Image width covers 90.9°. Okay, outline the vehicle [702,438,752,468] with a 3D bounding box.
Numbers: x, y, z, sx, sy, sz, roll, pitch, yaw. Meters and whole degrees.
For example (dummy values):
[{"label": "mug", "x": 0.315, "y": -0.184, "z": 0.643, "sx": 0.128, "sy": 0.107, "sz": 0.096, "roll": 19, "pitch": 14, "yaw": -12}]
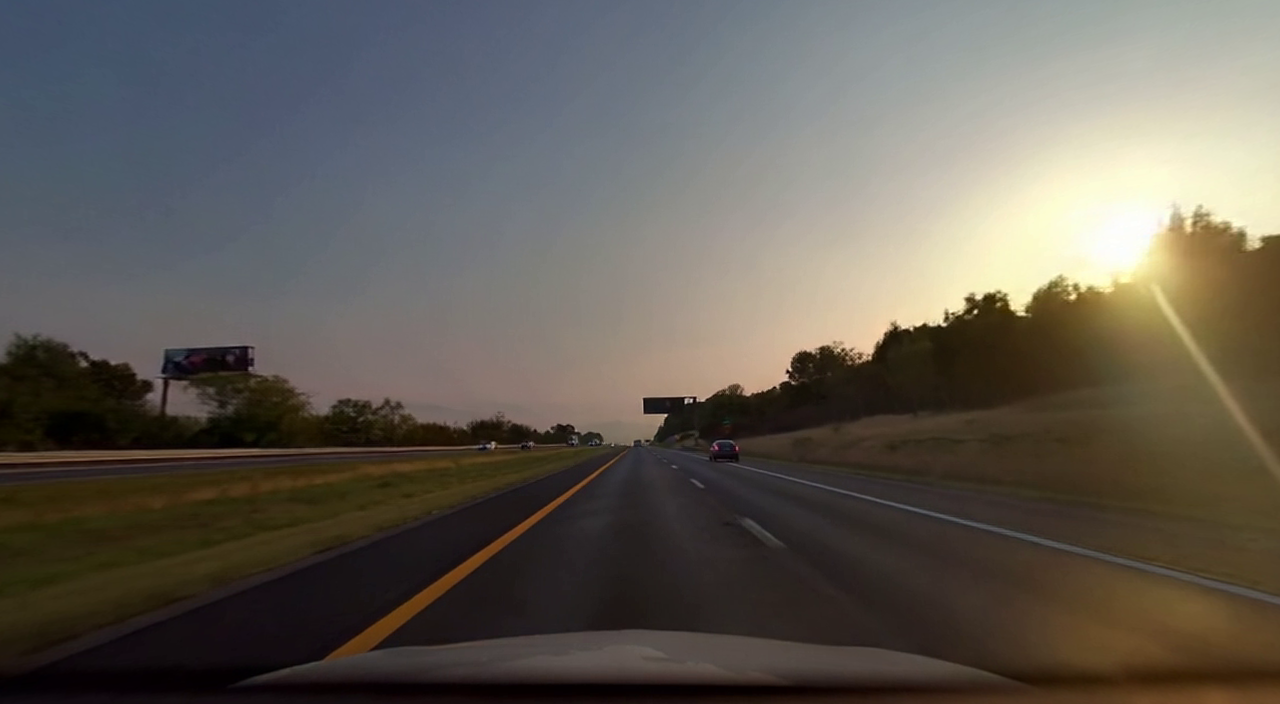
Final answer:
[{"label": "vehicle", "x": 4.616, "y": 5.423, "z": 34.124, "sx": 2.012, "sy": 1.476, "sz": 4.256, "roll": 0, "pitch": -8, "yaw": -1}]
